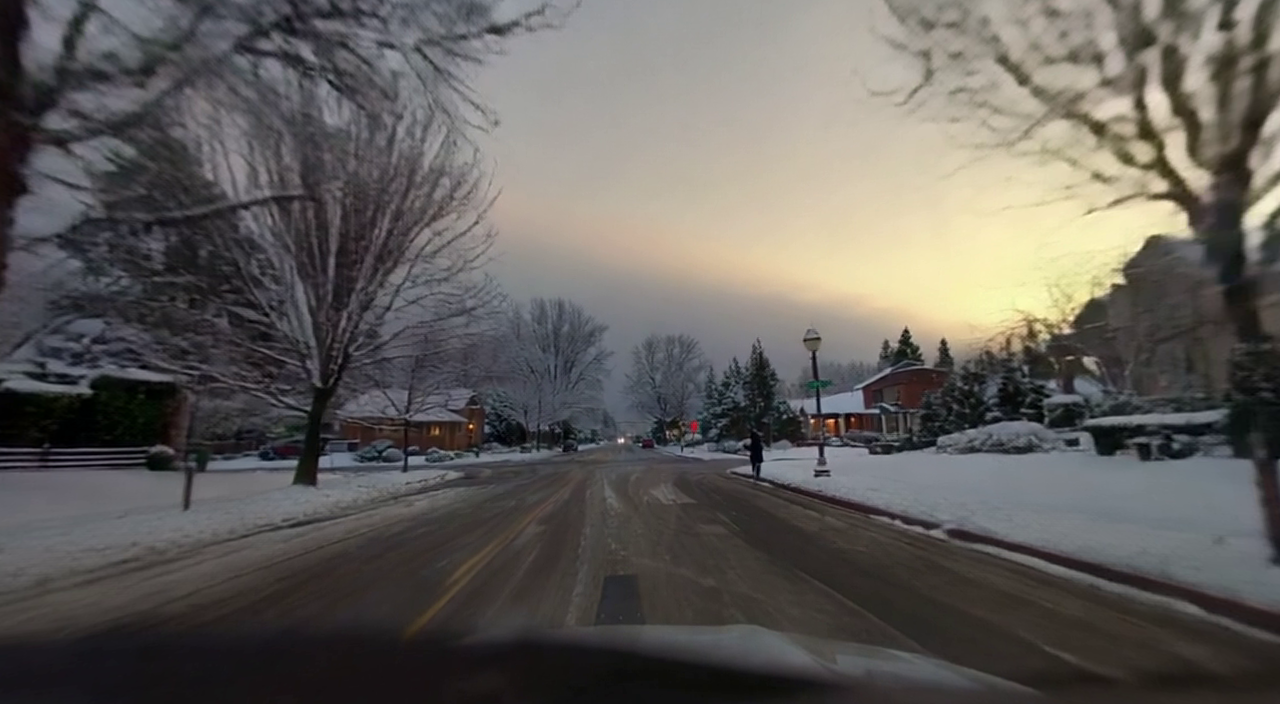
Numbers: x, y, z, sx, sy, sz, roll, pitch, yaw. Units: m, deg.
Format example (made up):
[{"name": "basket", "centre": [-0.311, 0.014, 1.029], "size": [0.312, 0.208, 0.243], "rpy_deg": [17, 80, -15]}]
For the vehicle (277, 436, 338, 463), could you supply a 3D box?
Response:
[{"name": "vehicle", "centre": [-25.453, 7.523, 48.603], "size": [2.004, 1.856, 4.934], "rpy_deg": [-3, -9, 1]}]
